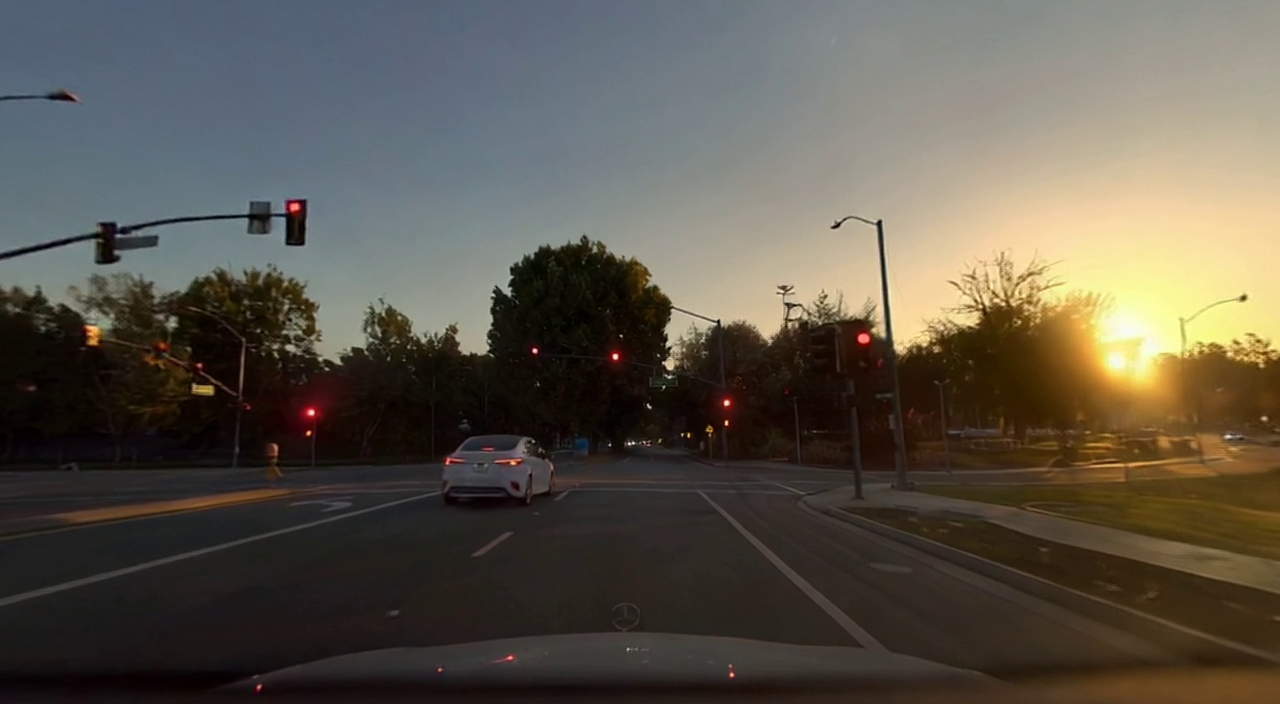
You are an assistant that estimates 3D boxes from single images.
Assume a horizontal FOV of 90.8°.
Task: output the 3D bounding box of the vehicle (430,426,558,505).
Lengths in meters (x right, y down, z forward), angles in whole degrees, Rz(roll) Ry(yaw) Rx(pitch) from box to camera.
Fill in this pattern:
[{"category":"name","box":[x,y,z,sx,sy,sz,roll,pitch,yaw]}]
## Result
[{"category":"vehicle","box":[-3.277,2.662,15.206,2.076,1.599,4.483,0,-9,-1]}]
